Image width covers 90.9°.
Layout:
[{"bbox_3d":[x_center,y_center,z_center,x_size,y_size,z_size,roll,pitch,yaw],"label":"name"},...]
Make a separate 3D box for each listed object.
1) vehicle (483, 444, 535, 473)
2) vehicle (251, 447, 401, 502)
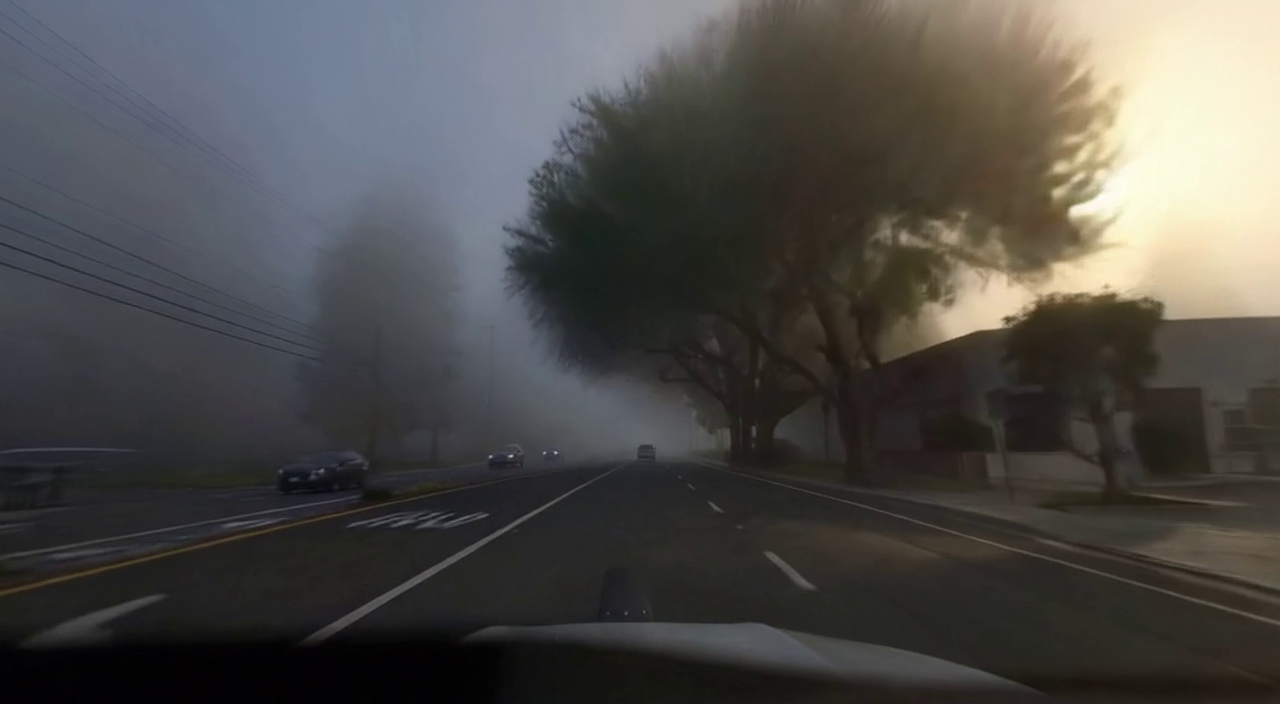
[{"bbox_3d":[-8.329,6.807,40.581,2.250,1.747,4.492,0,-8,2],"label":"vehicle"},{"bbox_3d":[-9.832,3.841,20.343,2.084,1.517,5.096,0,-8,2],"label":"vehicle"}]
